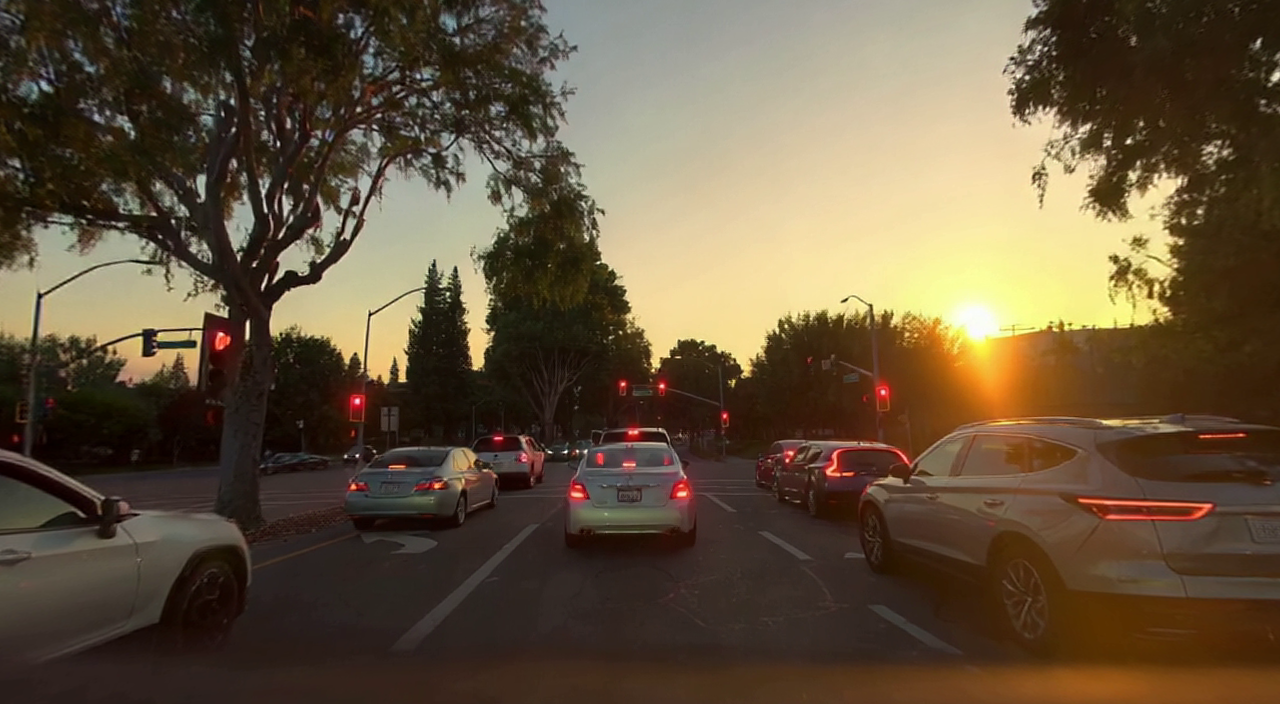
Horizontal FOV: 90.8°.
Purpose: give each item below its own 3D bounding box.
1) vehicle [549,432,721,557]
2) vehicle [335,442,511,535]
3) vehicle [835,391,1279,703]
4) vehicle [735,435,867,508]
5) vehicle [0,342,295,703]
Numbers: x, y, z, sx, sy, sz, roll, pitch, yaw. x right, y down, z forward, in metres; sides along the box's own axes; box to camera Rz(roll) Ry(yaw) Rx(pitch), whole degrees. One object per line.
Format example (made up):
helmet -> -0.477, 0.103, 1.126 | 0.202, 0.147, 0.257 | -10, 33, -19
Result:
vehicle -> -0.069, 2.004, 9.601 | 2.061, 1.470, 3.970 | 0, -8, 0
vehicle -> -3.926, 2.508, 12.331 | 1.919, 1.459, 4.371 | 0, -8, -1
vehicle -> 3.392, 1.310, 5.427 | 1.933, 1.564, 4.600 | 0, -8, 0
vehicle -> 3.651, 2.782, 15.240 | 1.922, 1.472, 4.440 | 0, -8, -1
vehicle -> -3.658, 0.842, 2.537 | 2.047, 1.764, 4.369 | 0, -8, 0
